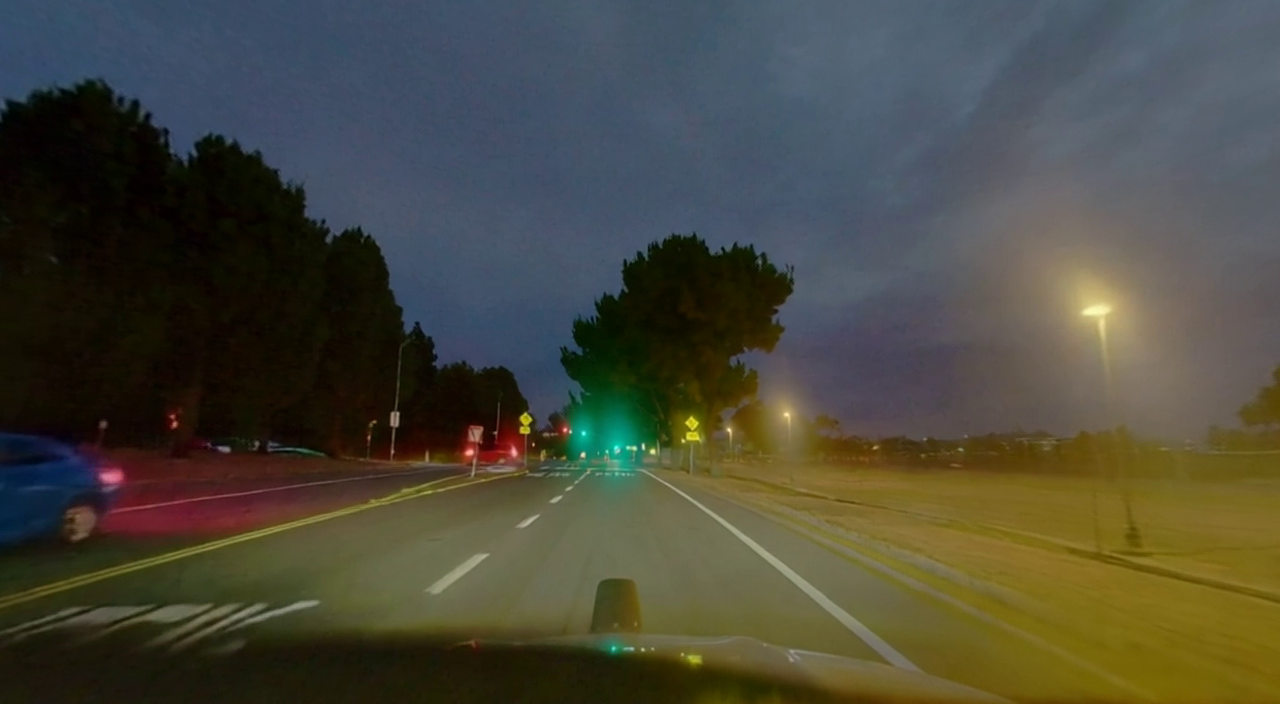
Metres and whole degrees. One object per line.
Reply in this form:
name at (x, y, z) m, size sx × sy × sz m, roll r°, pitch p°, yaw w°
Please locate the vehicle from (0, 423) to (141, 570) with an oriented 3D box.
vehicle at (-8.017, 1.526, 6.508) m, size 2.129 × 1.590 × 4.616 m, roll 0°, pitch -9°, yaw -4°
